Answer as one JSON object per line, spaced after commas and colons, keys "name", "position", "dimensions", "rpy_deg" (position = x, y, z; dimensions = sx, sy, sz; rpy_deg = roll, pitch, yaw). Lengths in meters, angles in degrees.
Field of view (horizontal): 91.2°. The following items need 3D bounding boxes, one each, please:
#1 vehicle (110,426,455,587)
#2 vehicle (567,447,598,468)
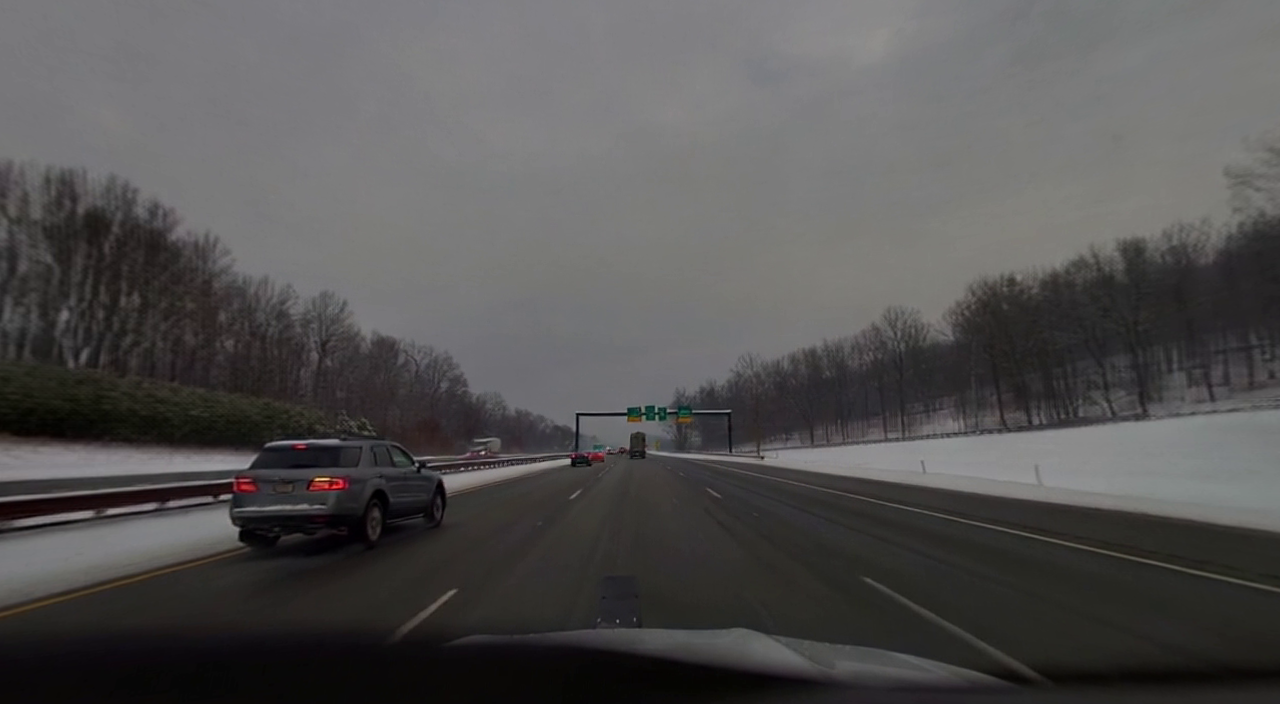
{"name": "vehicle", "position": [-4.059, 1.811, 8.143], "dimensions": [2.071, 1.525, 4.058], "rpy_deg": [0, -9, 0]}
{"name": "vehicle", "position": [-4.307, 7.959, 47.391], "dimensions": [1.963, 1.475, 3.665], "rpy_deg": [0, -9, 0]}
